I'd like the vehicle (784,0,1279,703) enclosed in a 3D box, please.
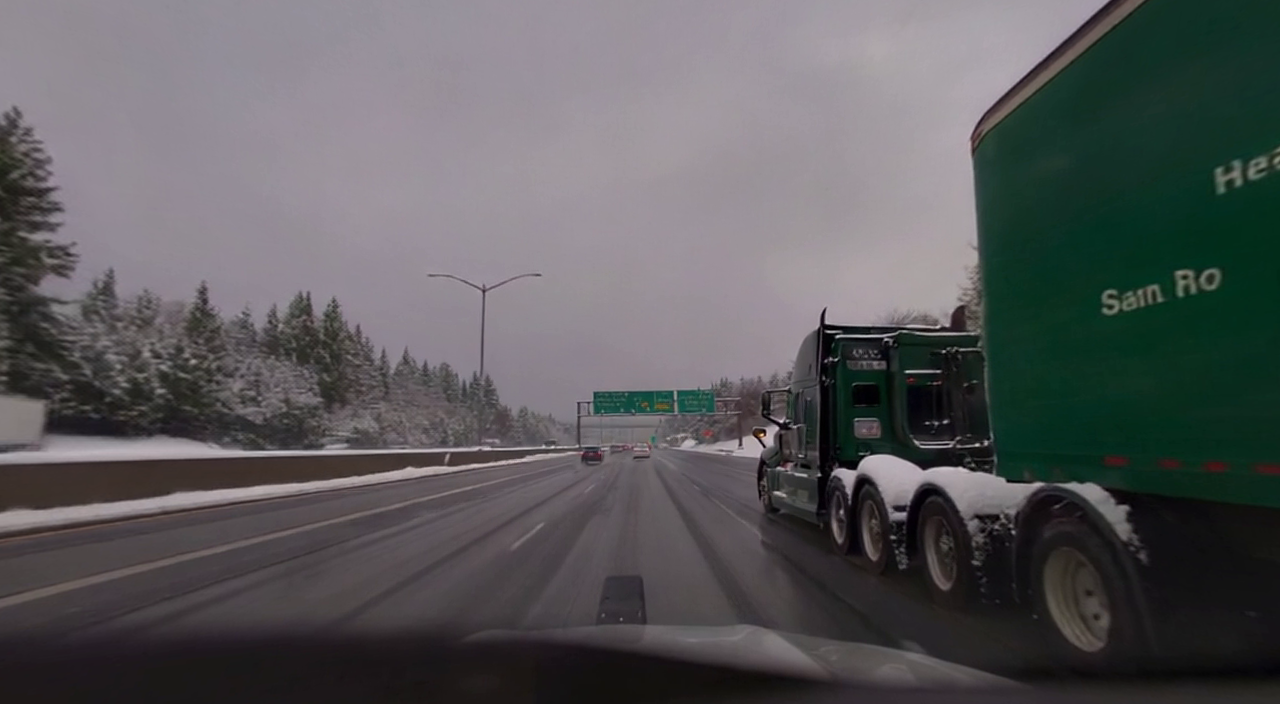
[{"bbox_3d":[3.890,-0.243,2.732,2.899,4.078,16.430,0,-8,1],"label":"vehicle"}]

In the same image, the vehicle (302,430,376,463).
[{"bbox_3d":[-21.301,6.721,44.859,2.350,2.196,5.689,0,-9,1],"label":"vehicle"}]

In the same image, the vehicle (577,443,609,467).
[{"bbox_3d":[-3.526,7.826,47.999,2.000,1.658,4.155,0,-9,1],"label":"vehicle"}]
